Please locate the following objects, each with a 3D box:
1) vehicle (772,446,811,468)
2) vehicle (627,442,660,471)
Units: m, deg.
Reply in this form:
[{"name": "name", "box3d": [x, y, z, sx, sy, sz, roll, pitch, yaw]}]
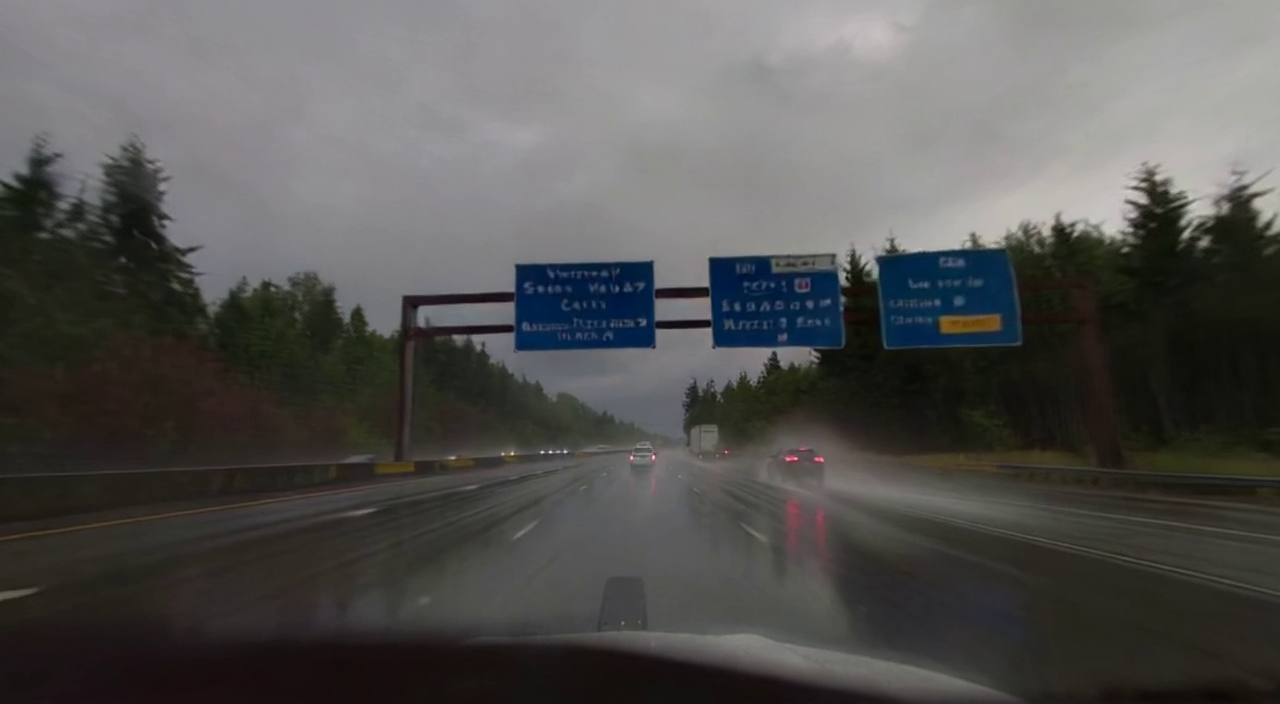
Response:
[{"name": "vehicle", "box3d": [11.797, 8.213, 49.401, 1.989, 1.591, 4.348, 0, -9, 0]}, {"name": "vehicle", "box3d": [0.226, 7.239, 43.819, 2.167, 1.847, 4.097, 0, -9, 0]}]
